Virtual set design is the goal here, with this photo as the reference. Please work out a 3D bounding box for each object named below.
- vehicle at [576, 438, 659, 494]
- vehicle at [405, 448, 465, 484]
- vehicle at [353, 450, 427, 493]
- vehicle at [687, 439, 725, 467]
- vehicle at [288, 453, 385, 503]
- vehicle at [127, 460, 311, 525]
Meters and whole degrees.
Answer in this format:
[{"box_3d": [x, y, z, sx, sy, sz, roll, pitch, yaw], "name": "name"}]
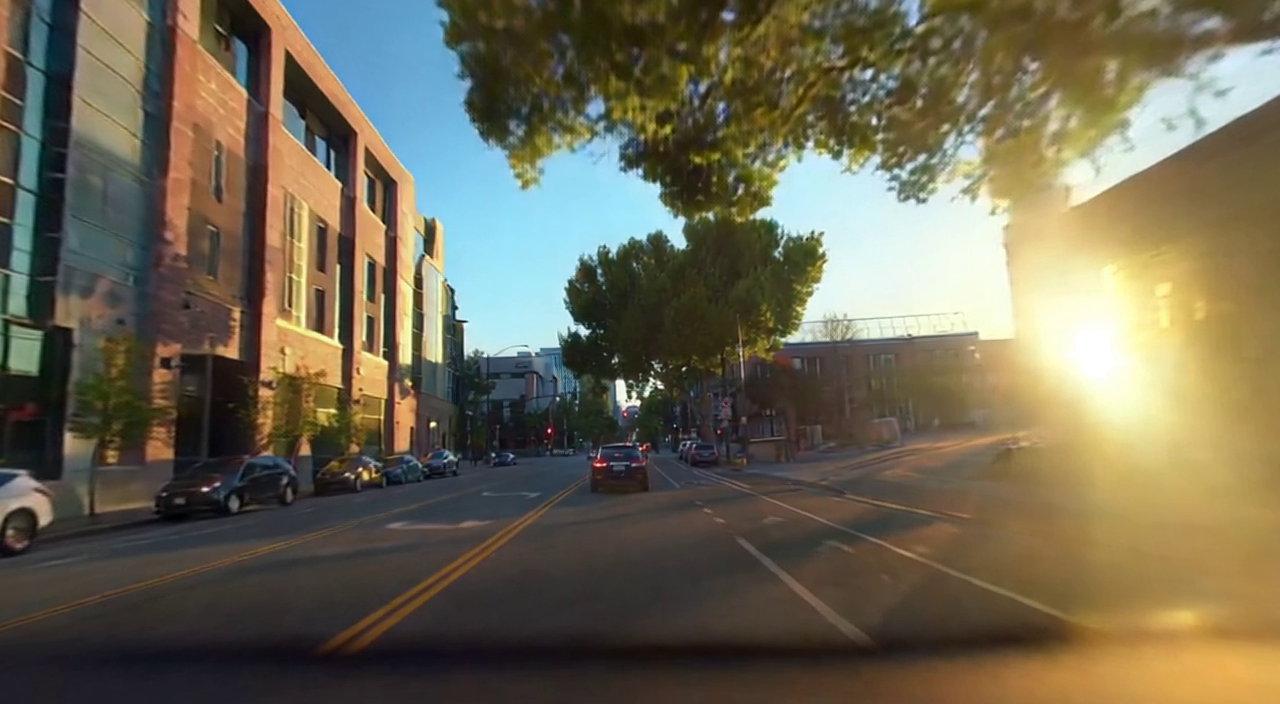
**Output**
[{"box_3d": [-0.639, 3.407, 19.254, 2.269, 1.479, 3.980, 0, -8, -1], "name": "vehicle"}, {"box_3d": [-12.188, 6.759, 37.893, 2.090, 1.784, 4.832, -4, -8, -2], "name": "vehicle"}, {"box_3d": [-12.321, 5.883, 31.472, 1.945, 1.712, 4.648, -6, -8, -3], "name": "vehicle"}, {"box_3d": [4.225, 6.532, 41.001, 1.924, 1.645, 4.528, -1, -8, -1], "name": "vehicle"}, {"box_3d": [-12.250, 5.076, 25.826, 1.976, 1.577, 4.091, -6, -8, -1], "name": "vehicle"}, {"box_3d": [-11.859, 3.944, 18.344, 1.991, 1.507, 4.879, 0, -8, 0], "name": "vehicle"}]
